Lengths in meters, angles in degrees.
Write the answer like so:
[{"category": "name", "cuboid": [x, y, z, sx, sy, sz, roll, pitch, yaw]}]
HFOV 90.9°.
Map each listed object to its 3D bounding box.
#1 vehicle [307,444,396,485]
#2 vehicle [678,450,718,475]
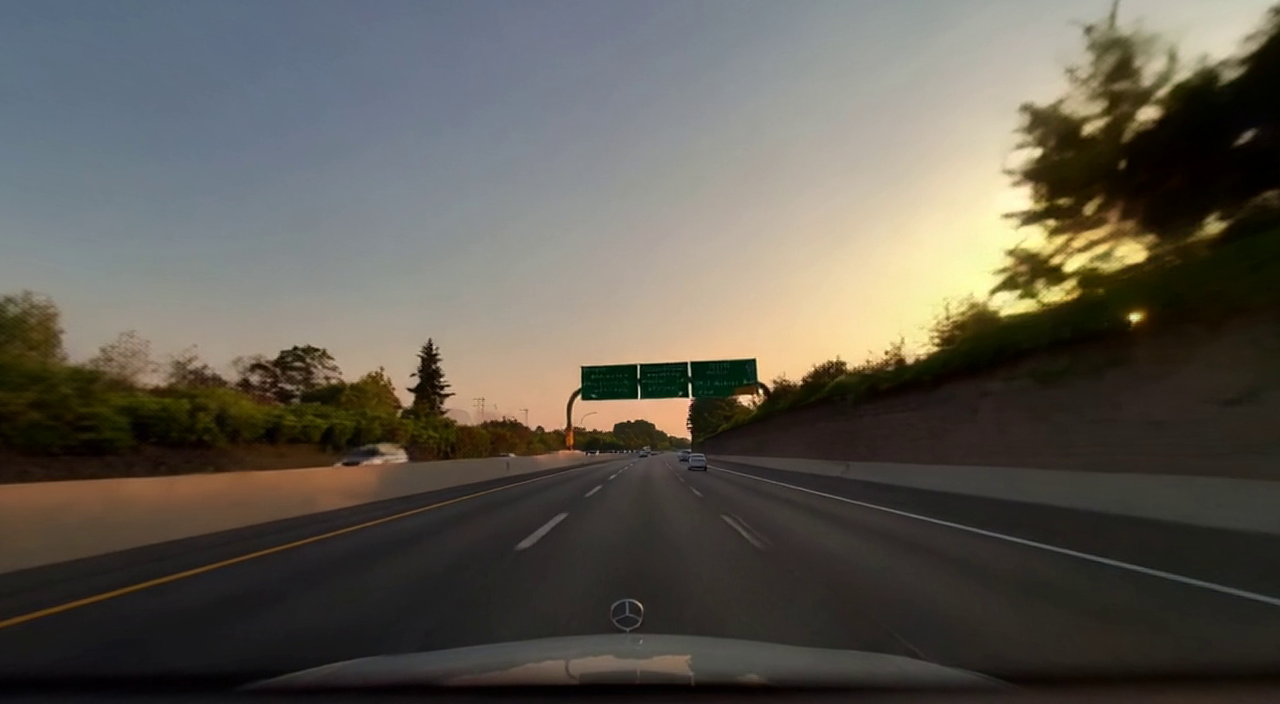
[{"category": "vehicle", "cuboid": [-13.901, 5.443, 30.717, 1.971, 1.813, 4.743, 0, -9, 1]}, {"category": "vehicle", "cuboid": [3.429, 6.663, 38.126, 2.065, 1.400, 4.028, 0, -9, 0]}]
